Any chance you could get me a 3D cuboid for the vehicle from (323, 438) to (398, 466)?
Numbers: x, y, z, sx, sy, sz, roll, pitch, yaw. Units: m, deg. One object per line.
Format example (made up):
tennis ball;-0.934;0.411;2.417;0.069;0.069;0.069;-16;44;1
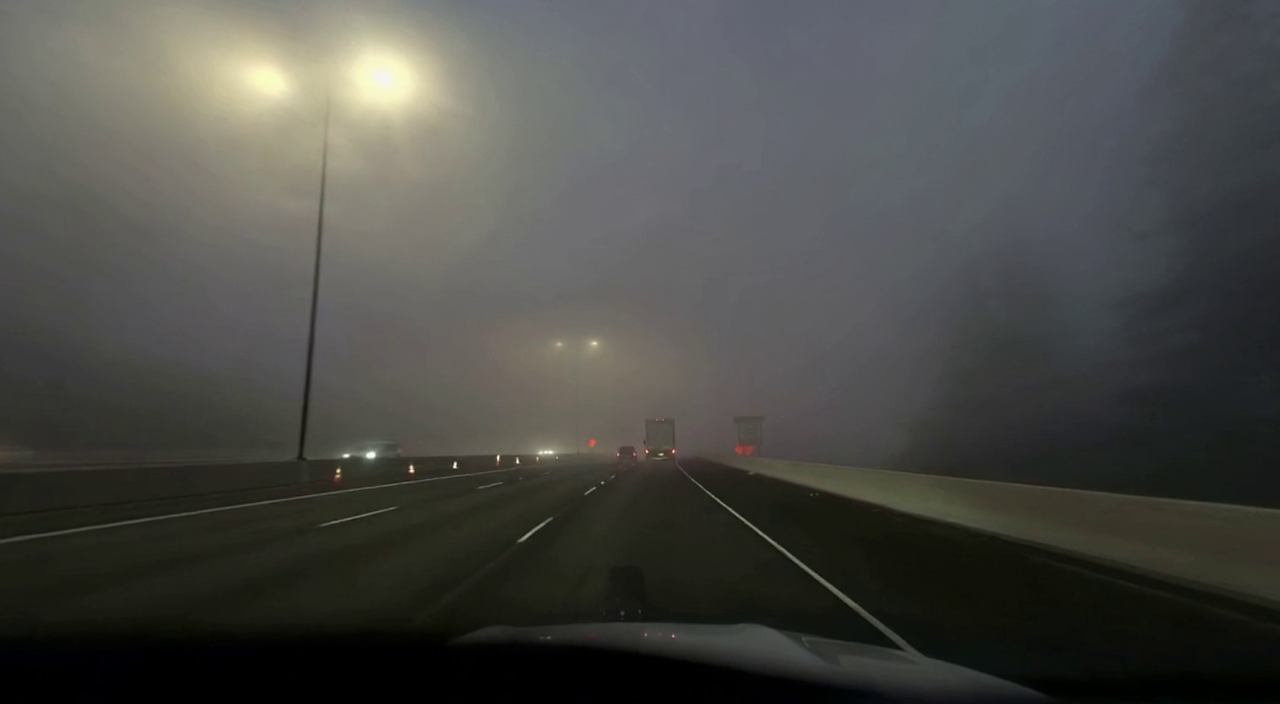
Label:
vehicle;-19.176;6.917;43.614;2.362;1.771;5.703;0;-9;3
